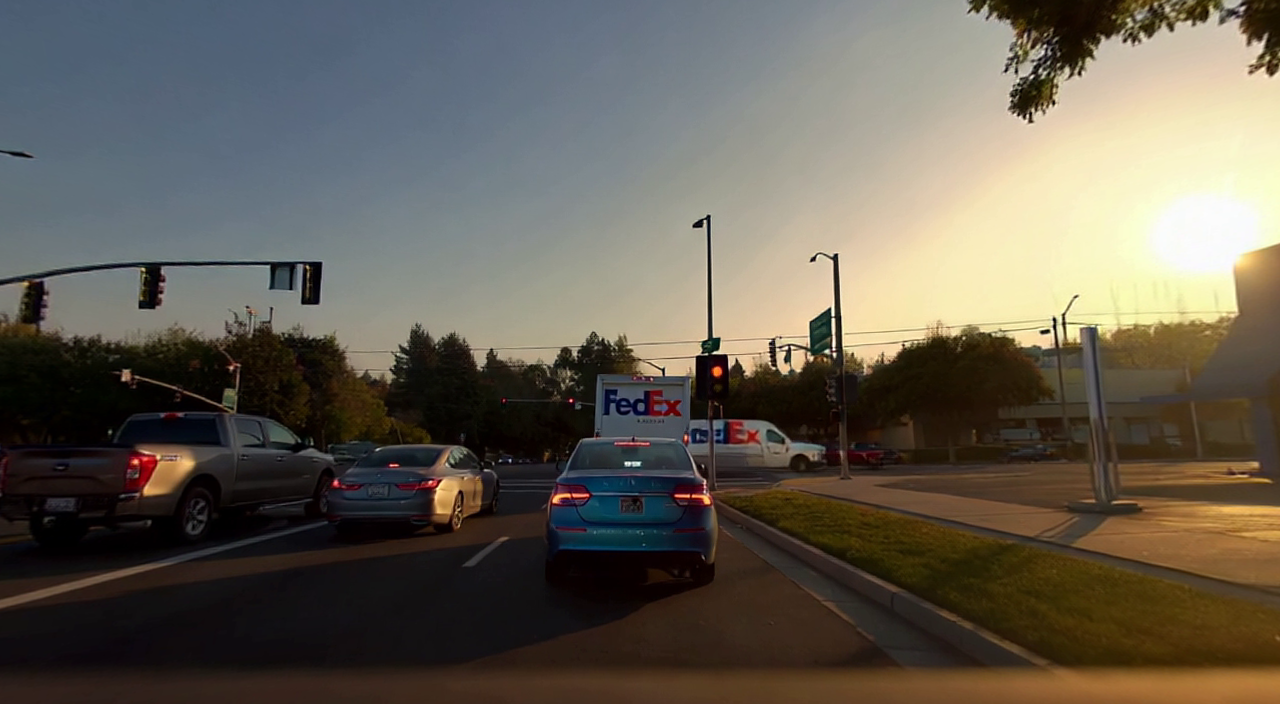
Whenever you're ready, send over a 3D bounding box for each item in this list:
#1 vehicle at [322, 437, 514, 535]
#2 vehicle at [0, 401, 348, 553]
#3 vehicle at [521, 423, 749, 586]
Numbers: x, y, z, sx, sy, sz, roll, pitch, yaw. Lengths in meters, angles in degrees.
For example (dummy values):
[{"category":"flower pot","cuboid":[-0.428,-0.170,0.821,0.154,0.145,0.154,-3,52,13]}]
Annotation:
[{"category":"vehicle","cuboid":[-3.878,2.398,11.923,1.949,1.487,4.390,0,-9,1]},{"category":"vehicle","cuboid":[-7.300,1.981,10.718,2.125,1.893,5.498,0,-9,-2]},{"category":"vehicle","cuboid":[-0.047,1.764,8.124,2.145,1.513,4.269,0,-9,0]}]
